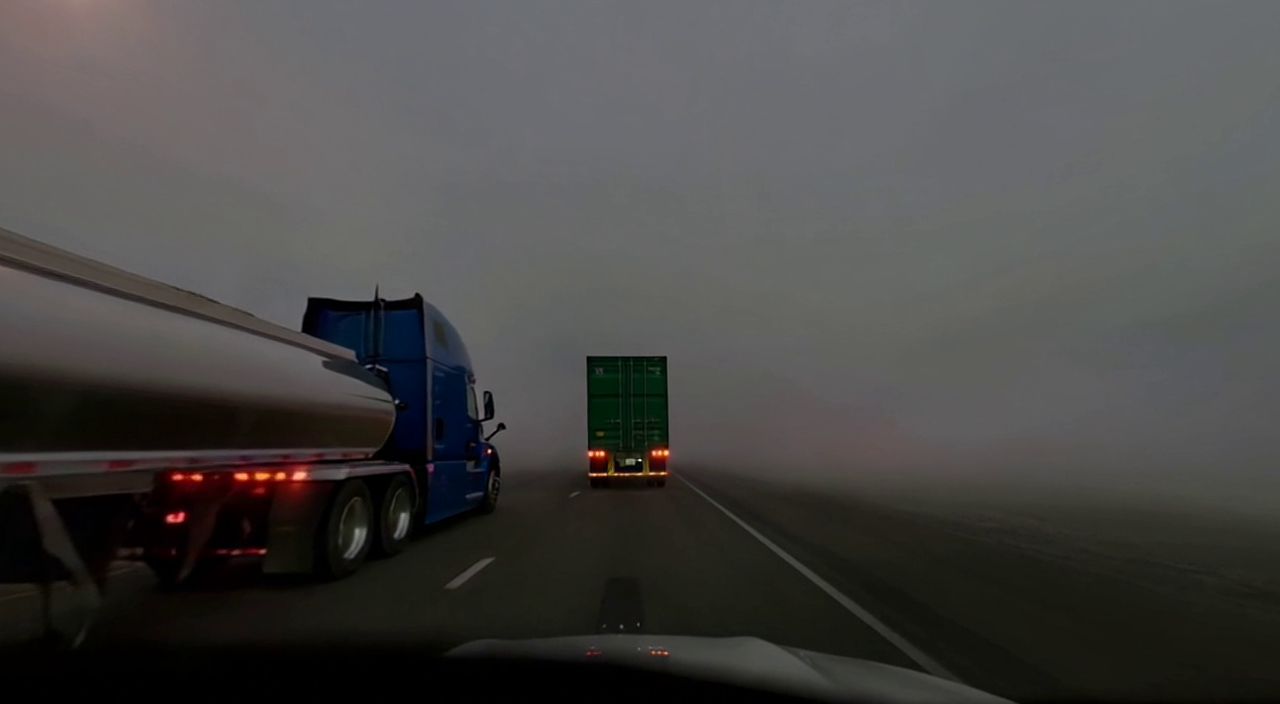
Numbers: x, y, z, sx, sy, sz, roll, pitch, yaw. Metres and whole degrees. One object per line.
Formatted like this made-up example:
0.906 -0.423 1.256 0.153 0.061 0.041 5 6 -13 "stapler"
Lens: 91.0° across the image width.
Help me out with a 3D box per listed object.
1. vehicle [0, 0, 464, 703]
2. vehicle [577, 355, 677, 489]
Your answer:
-4.310 -0.457 0.877 3.267 3.655 17.154 0 -9 0 "vehicle"
-0.357 2.922 24.472 2.942 4.003 11.297 0 -9 0 "vehicle"
